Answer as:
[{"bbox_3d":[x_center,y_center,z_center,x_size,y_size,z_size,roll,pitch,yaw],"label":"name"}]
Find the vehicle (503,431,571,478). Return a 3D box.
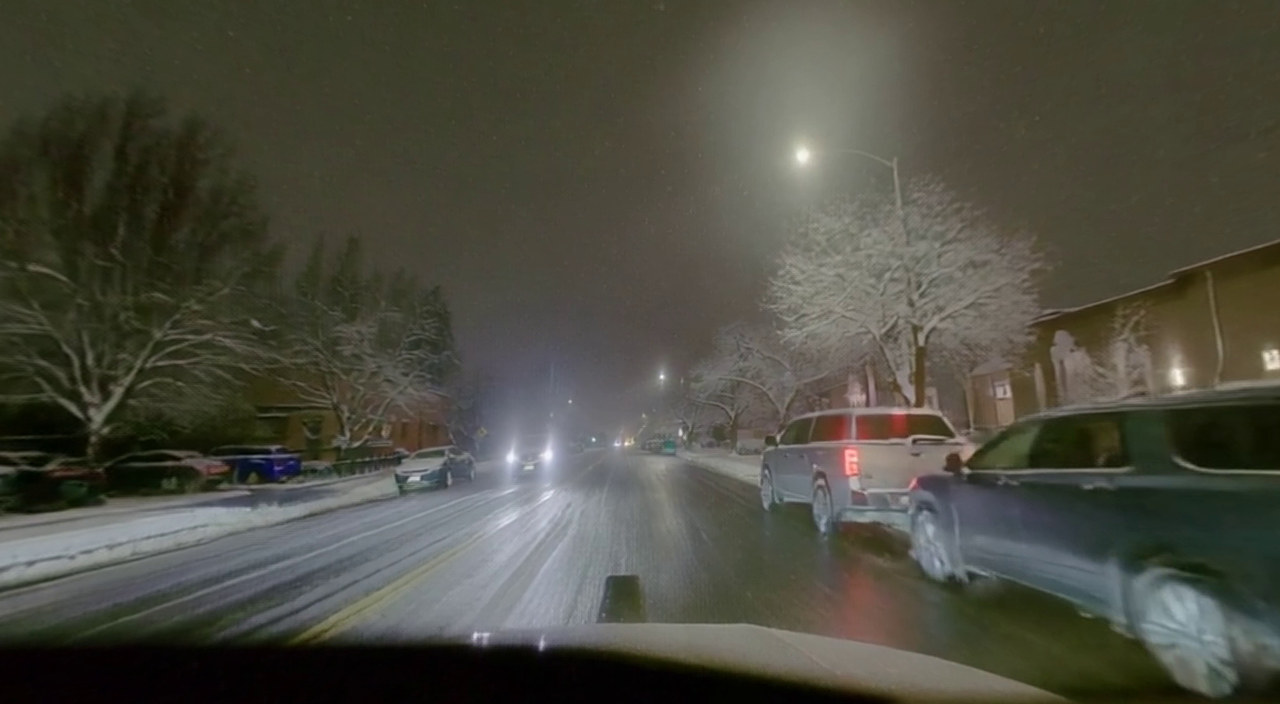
[{"bbox_3d":[-4.150,4.223,26.238,2.088,1.772,4.375,0,-8,0],"label":"vehicle"}]

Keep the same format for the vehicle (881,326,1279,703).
[{"bbox_3d":[3.837,1.000,4.300,2.094,1.789,5.286,0,-8,-3],"label":"vehicle"}]

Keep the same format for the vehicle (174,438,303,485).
[{"bbox_3d":[-15.898,4.302,25.031,4.696,1.681,1.905,-4,-9,24],"label":"vehicle"}]

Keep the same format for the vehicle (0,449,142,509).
[{"bbox_3d":[-15.902,3.314,16.900,4.400,1.399,2.047,-4,-9,22],"label":"vehicle"}]

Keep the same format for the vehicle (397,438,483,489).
[{"bbox_3d":[-7.449,4.164,23.942,1.928,1.537,4.439,-5,-8,-3],"label":"vehicle"}]

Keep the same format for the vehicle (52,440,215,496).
[{"bbox_3d":[-15.926,3.597,19.869,4.394,1.577,2.006,-4,-9,22],"label":"vehicle"}]

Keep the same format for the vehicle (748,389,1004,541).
[{"bbox_3d":[3.614,1.883,11.093,2.393,2.012,5.060,0,-8,-2],"label":"vehicle"}]
